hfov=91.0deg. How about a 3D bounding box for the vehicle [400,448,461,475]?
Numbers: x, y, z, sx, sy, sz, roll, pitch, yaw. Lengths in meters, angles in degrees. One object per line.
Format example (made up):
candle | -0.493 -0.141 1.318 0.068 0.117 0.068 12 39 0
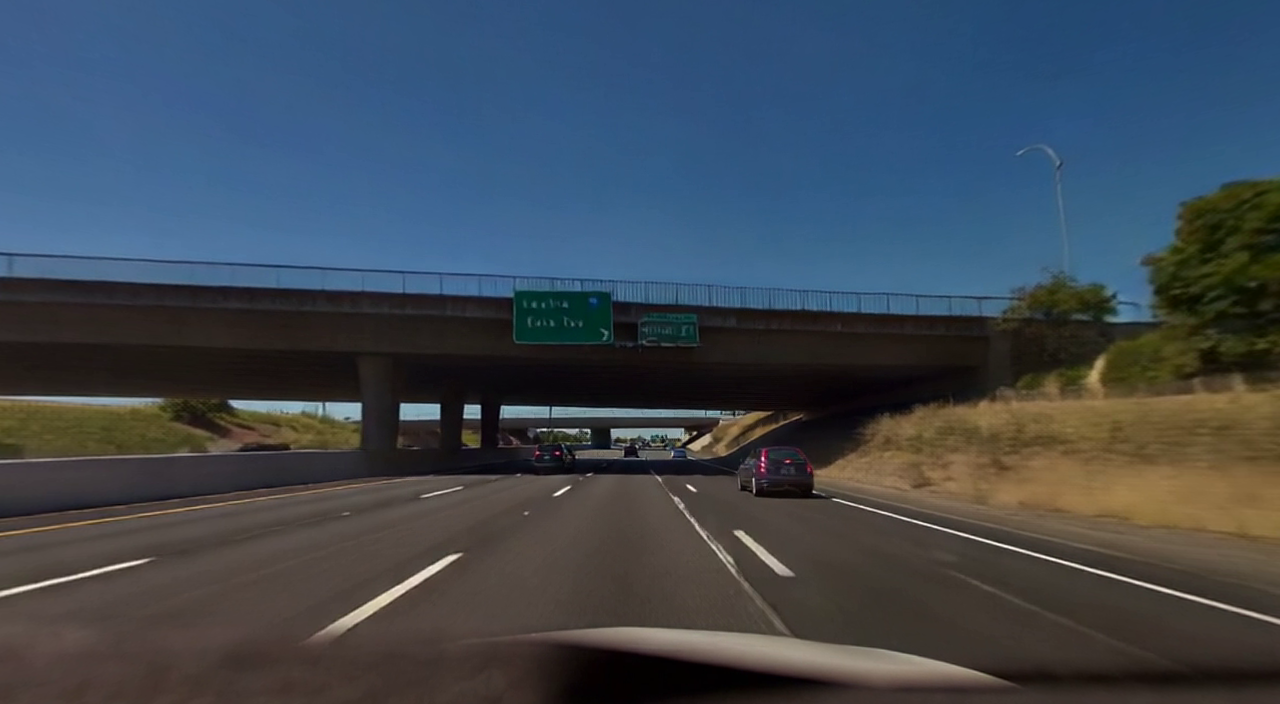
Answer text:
vehicle | -12.216 6.393 37.025 1.919 1.497 4.765 0 -9 0

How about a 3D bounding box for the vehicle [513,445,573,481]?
vehicle | -4.486 5.208 29.826 2.072 1.545 4.687 0 -9 0

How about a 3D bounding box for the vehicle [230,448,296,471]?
vehicle | -28.990 8.241 48.618 2.064 1.663 4.851 0 -9 0

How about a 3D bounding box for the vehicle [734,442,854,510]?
vehicle | 3.886 3.200 16.747 2.079 1.535 4.316 0 -9 0
